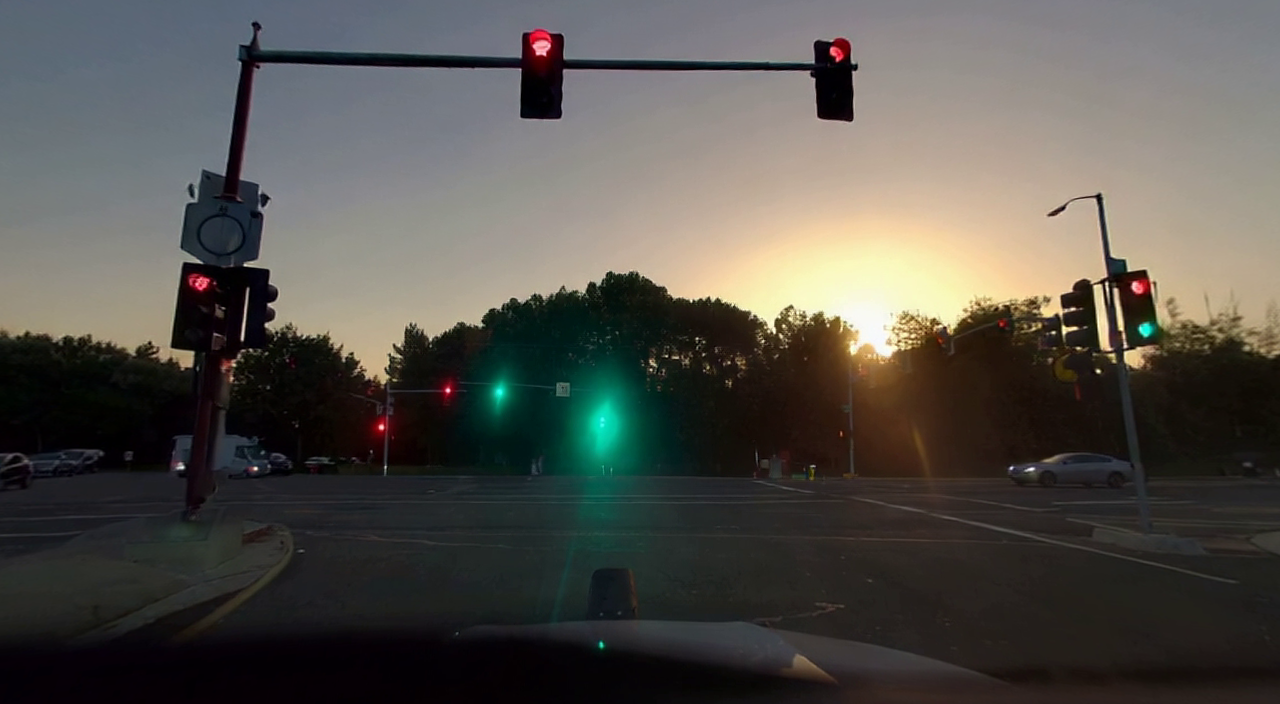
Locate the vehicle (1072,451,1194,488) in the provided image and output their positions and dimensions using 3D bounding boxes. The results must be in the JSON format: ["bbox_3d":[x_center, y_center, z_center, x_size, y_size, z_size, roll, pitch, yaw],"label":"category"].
[{"bbox_3d":[22.694,5.437,29.083,3.998,1.590,1.936,1,-12,-6],"label":"vehicle"}]

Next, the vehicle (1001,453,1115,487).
[{"bbox_3d":[21.493,6.101,32.507,4.455,1.647,2.124,1,-11,-7],"label":"vehicle"}]
